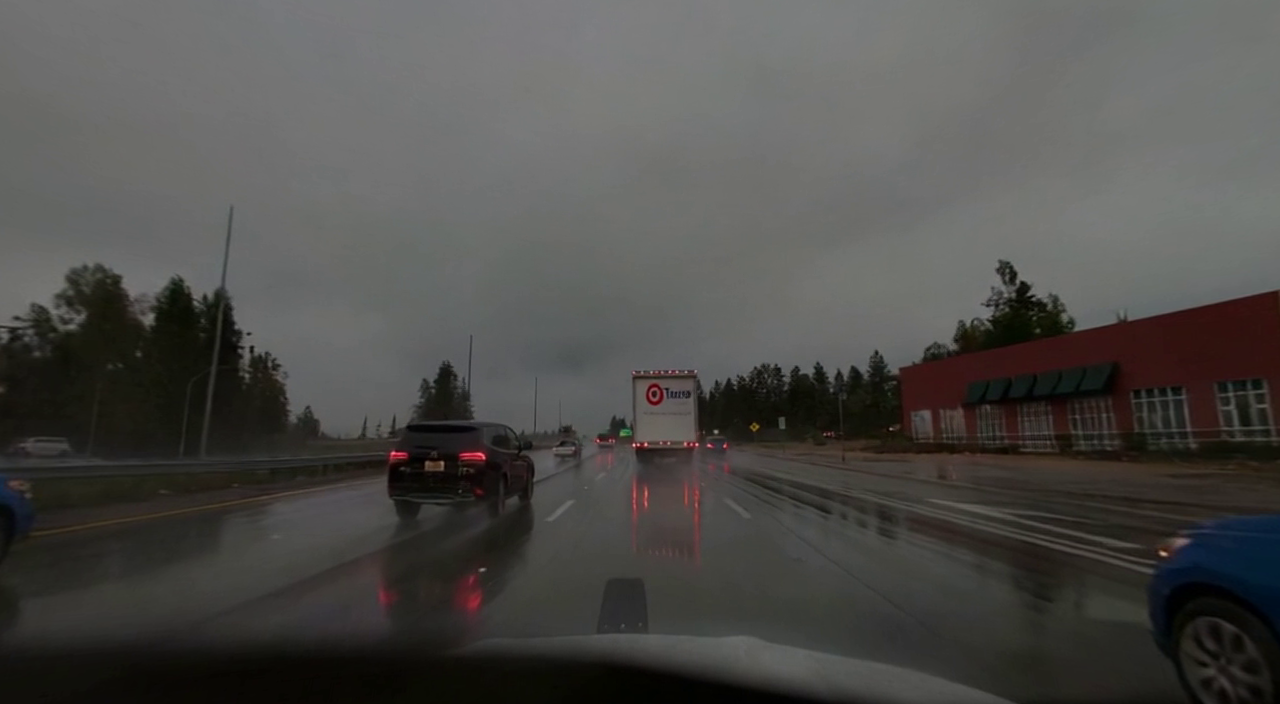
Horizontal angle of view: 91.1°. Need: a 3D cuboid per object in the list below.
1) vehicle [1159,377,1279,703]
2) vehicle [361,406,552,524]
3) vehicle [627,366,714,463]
[{"bbox_3d":[3.327,0.554,0.186,2.280,1.511,4.758,0,-9,0],"label":"vehicle"},{"bbox_3d":[-3.217,2.132,12.318,2.178,1.826,4.933,0,-8,1],"label":"vehicle"},{"bbox_3d":[2.103,3.394,34.307,3.657,4.173,13.731,-1,-6,7],"label":"vehicle"}]
